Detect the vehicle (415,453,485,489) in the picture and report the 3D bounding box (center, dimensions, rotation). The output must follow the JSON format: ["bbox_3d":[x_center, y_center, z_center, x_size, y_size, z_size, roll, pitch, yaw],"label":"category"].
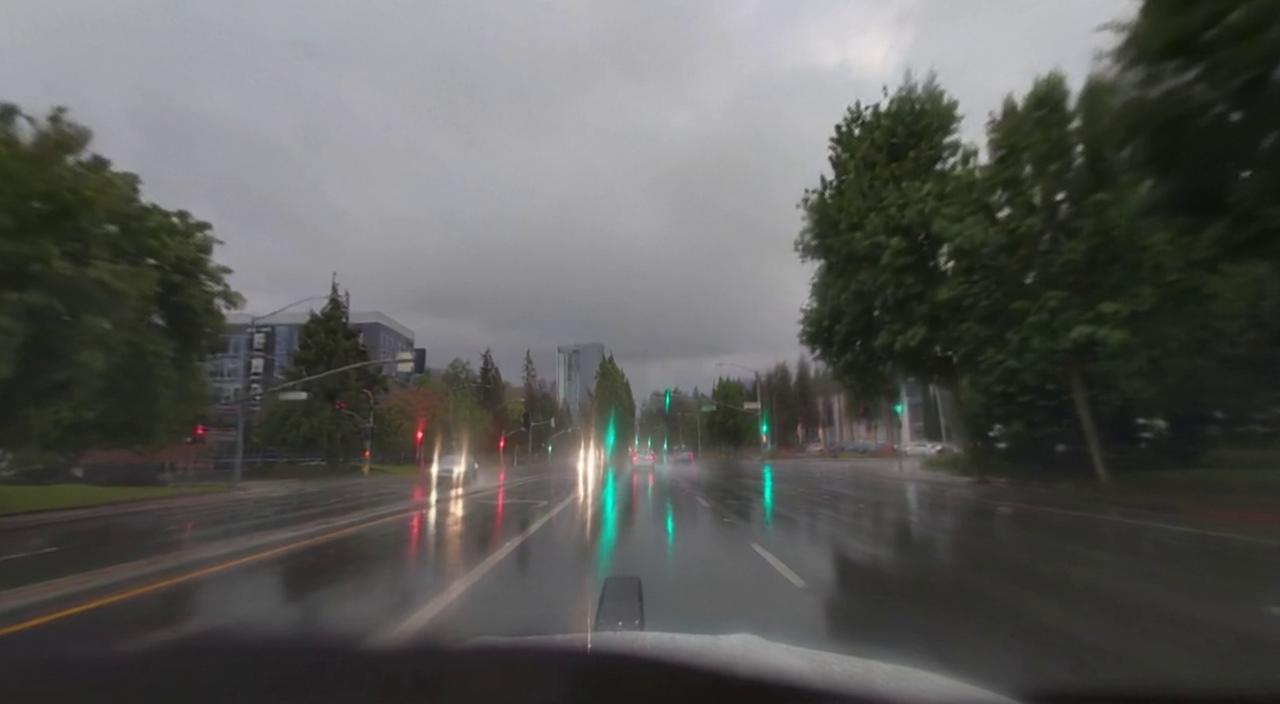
[{"bbox_3d":[-8.734,5.464,29.324,1.887,1.480,4.446,0,-9,0],"label":"vehicle"}]

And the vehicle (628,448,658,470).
[{"bbox_3d":[0.226,7.674,45.268,2.064,1.477,3.968,0,-9,0],"label":"vehicle"}]
